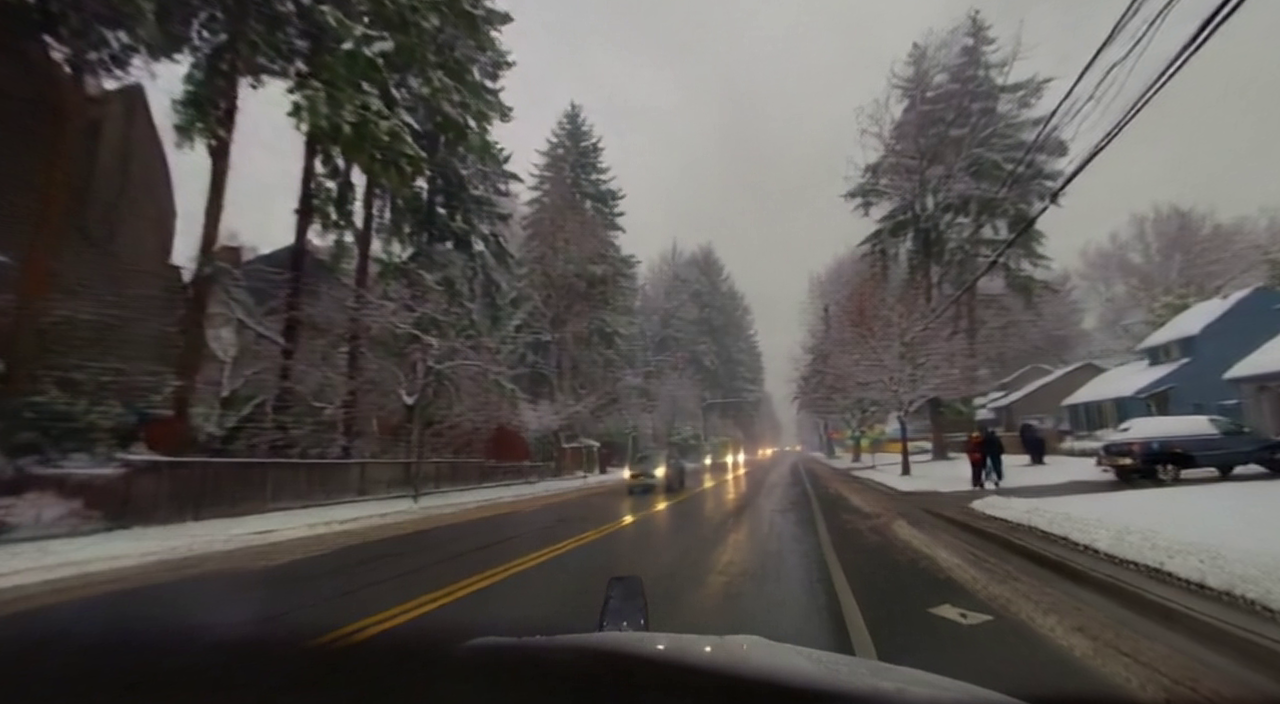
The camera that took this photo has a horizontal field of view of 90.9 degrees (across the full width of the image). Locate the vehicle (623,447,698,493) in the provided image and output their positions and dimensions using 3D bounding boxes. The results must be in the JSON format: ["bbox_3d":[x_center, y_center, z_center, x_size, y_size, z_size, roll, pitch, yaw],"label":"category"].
[{"bbox_3d":[0.885,4.333,23.622,1.906,1.498,4.222,-2,-8,15],"label":"vehicle"}]

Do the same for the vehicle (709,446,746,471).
[{"bbox_3d":[6.542,7.852,46.708,2.167,1.691,4.755,-2,-8,15],"label":"vehicle"}]
